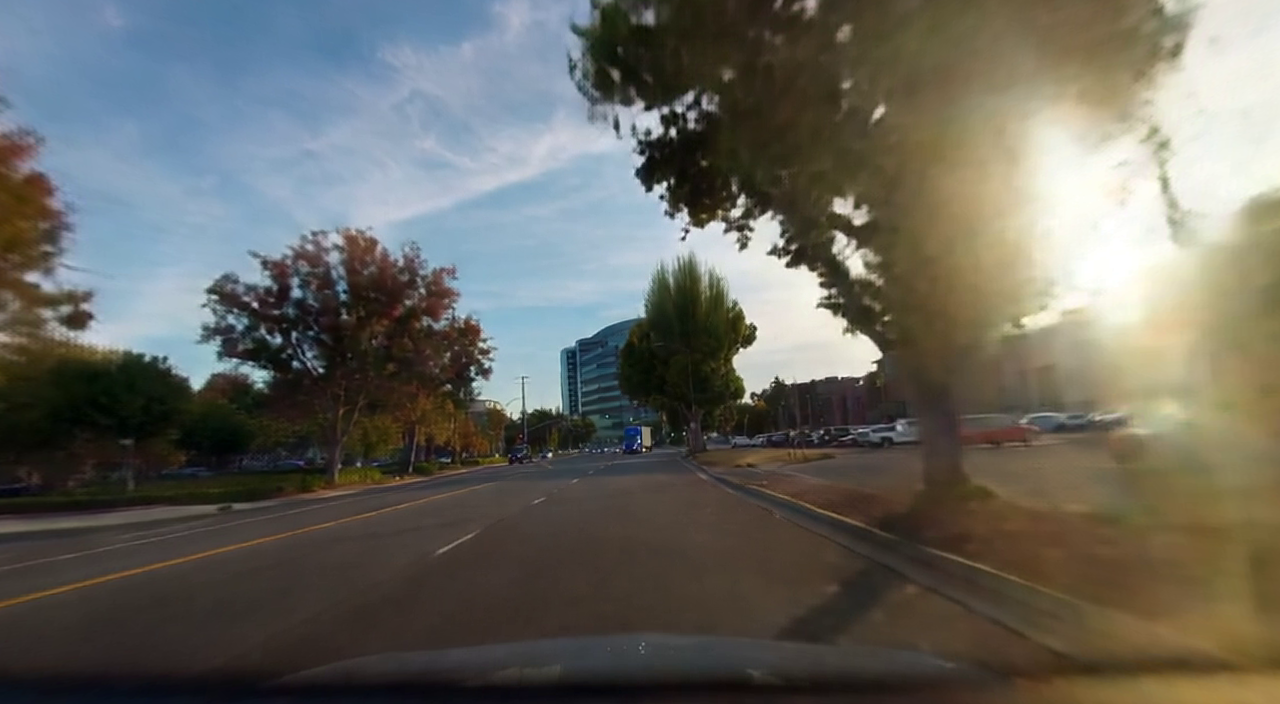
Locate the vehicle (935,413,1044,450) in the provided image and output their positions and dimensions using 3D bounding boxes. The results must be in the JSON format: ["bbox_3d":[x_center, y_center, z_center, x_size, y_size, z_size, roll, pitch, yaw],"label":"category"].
[{"bbox_3d":[17.769,4.075,32.093,4.653,1.782,2.042,2,-9,-16],"label":"vehicle"}]

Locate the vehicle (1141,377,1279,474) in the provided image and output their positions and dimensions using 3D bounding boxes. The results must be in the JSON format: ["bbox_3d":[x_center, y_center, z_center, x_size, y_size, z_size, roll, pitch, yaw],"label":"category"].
[{"bbox_3d":[13.212,1.520,12.785,4.358,1.796,1.995,0,-9,-2],"label":"vehicle"}]

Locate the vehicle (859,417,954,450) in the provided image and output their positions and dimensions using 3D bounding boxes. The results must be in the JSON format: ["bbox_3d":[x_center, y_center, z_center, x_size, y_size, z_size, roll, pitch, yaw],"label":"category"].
[{"bbox_3d":[16.905,5.212,40.117,5.051,2.038,2.142,1,-9,-9],"label":"vehicle"}]
